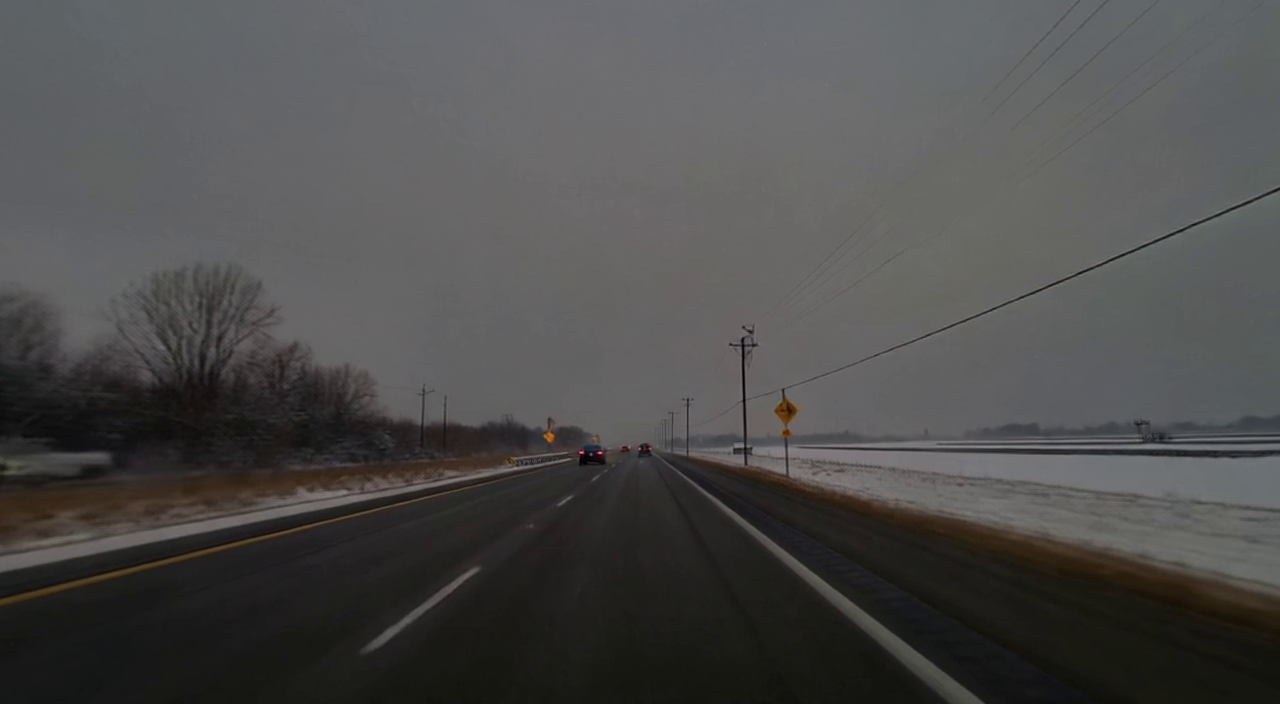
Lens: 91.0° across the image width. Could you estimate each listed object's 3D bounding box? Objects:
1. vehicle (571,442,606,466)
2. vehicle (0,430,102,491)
[{"bbox_3d":[-3.572,7.259,44.807,2.120,1.597,4.810,0,-9,0],"label":"vehicle"},{"bbox_3d":[-21.381,3.507,20.341,2.445,1.917,6.250,0,-9,0],"label":"vehicle"}]
